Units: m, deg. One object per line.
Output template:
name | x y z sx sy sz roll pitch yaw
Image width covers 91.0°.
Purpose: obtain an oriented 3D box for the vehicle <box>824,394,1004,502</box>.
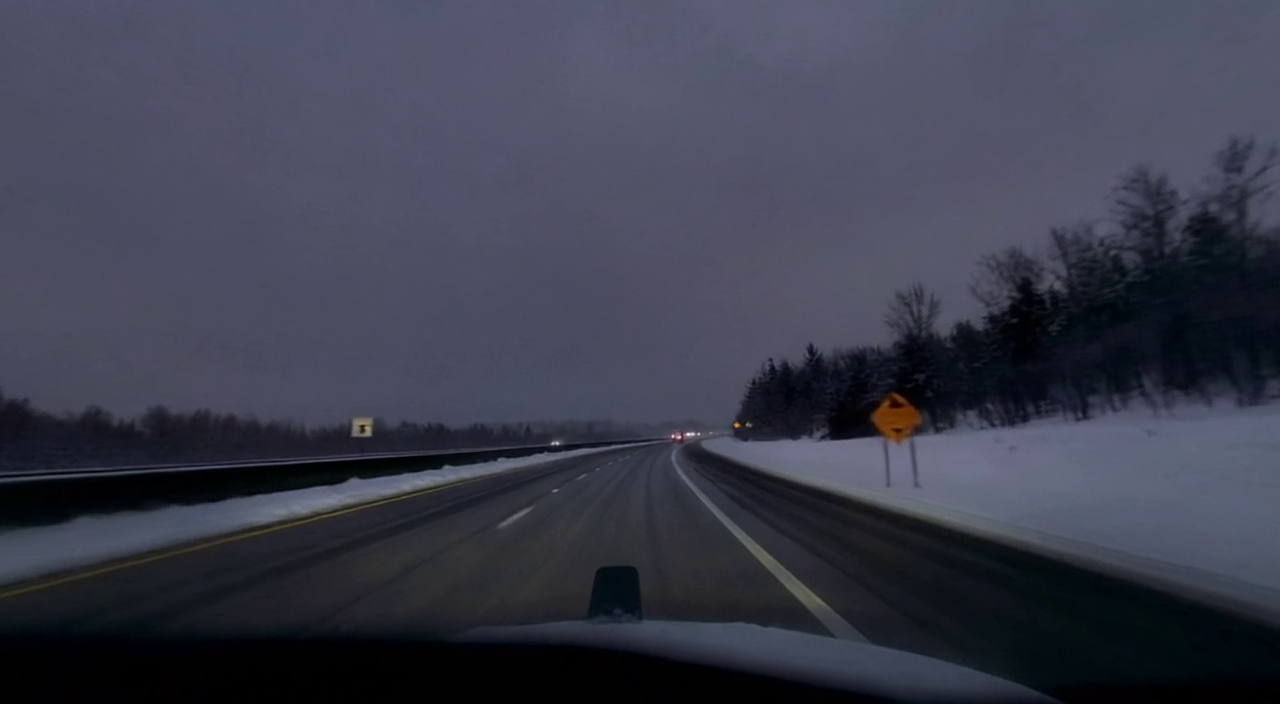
vehicle | 5.761 2.089 13.909 1.914 2.013 4.041 0 -8 -3
